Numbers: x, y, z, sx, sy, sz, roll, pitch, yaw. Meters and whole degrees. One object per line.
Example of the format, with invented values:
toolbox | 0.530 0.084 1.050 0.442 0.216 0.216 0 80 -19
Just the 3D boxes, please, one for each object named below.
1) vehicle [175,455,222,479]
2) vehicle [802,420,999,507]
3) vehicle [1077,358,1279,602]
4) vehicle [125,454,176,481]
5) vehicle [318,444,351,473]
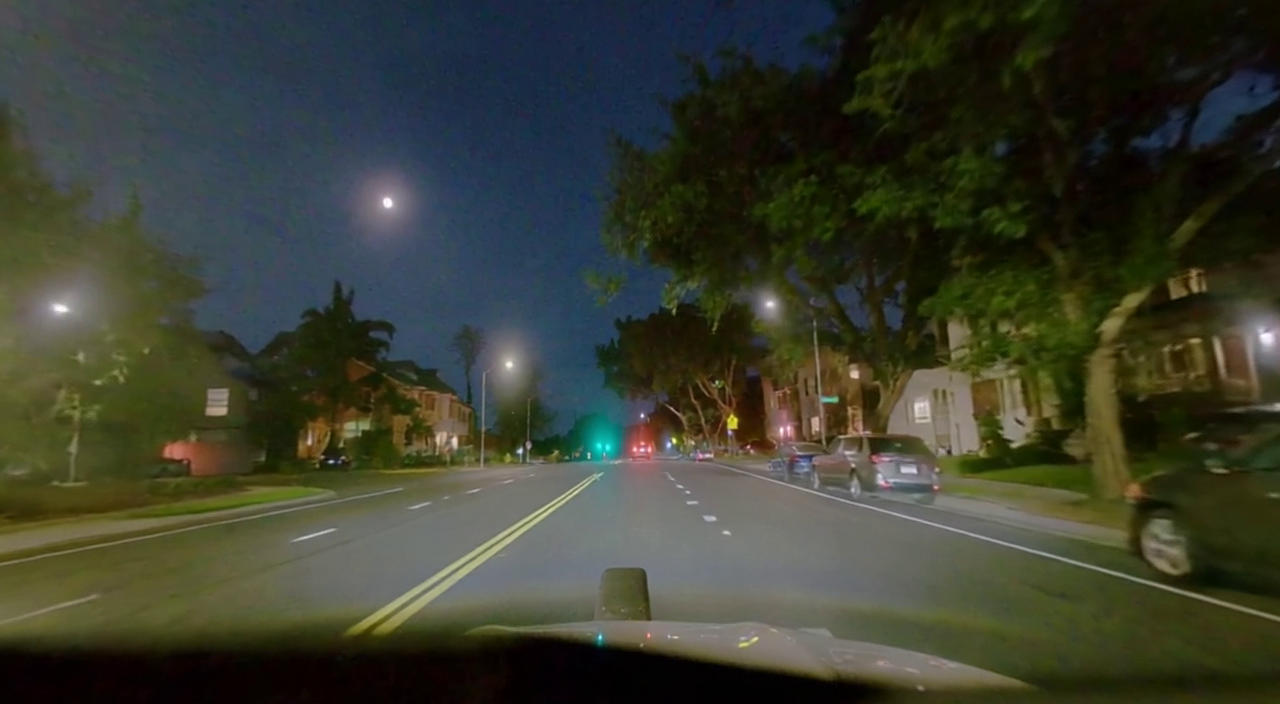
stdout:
vehicle | -31.457 8.194 45.065 1.866 1.484 4.553 3 -9 -24
vehicle | 6.627 2.943 17.160 2.878 1.927 5.774 -1 -8 0
vehicle | 6.542 0.992 4.792 2.260 2.046 5.766 -1 -8 0
vehicle | -34.033 7.977 43.890 1.934 1.689 3.999 4 -9 -26
vehicle | -23.528 8.195 48.681 2.083 2.113 4.490 3 -9 -24
